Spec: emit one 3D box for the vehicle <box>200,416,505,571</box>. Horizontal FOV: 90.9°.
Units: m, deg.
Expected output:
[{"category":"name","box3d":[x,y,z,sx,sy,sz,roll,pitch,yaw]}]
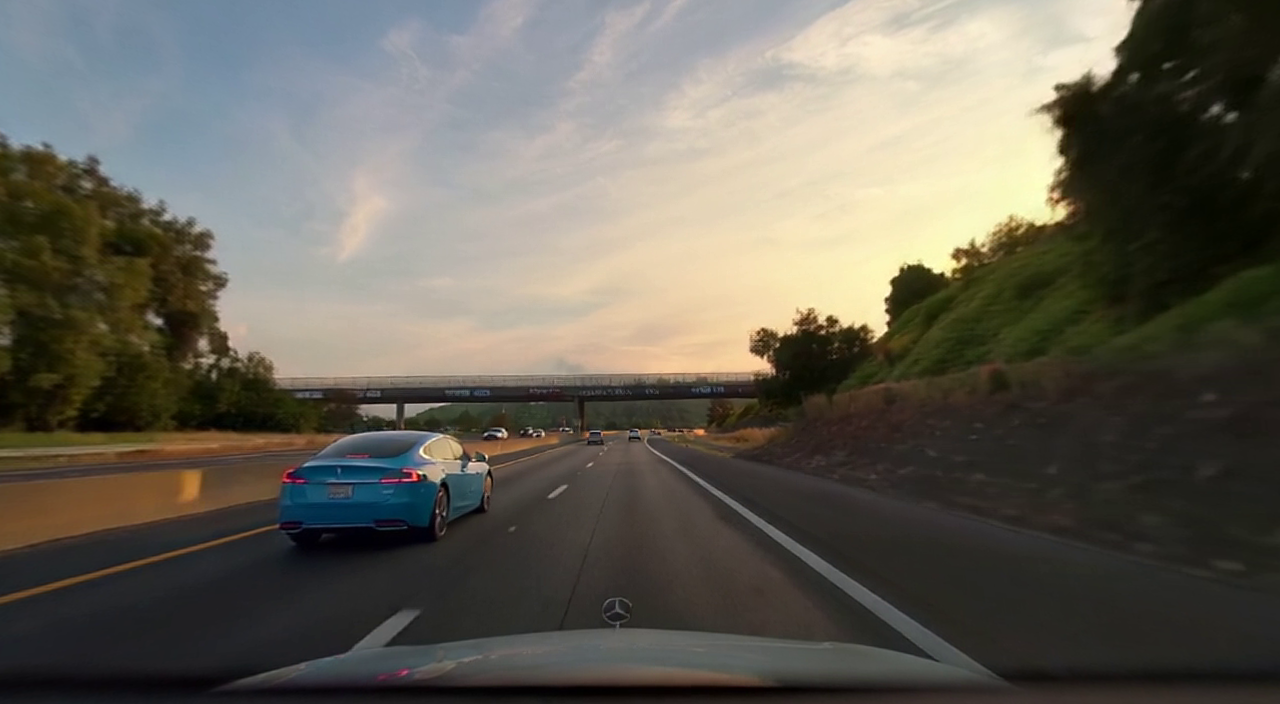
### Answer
[{"category":"vehicle","box3d":[-3.412,1.747,8.733,2.108,1.555,4.574,0,-8,-1]}]
